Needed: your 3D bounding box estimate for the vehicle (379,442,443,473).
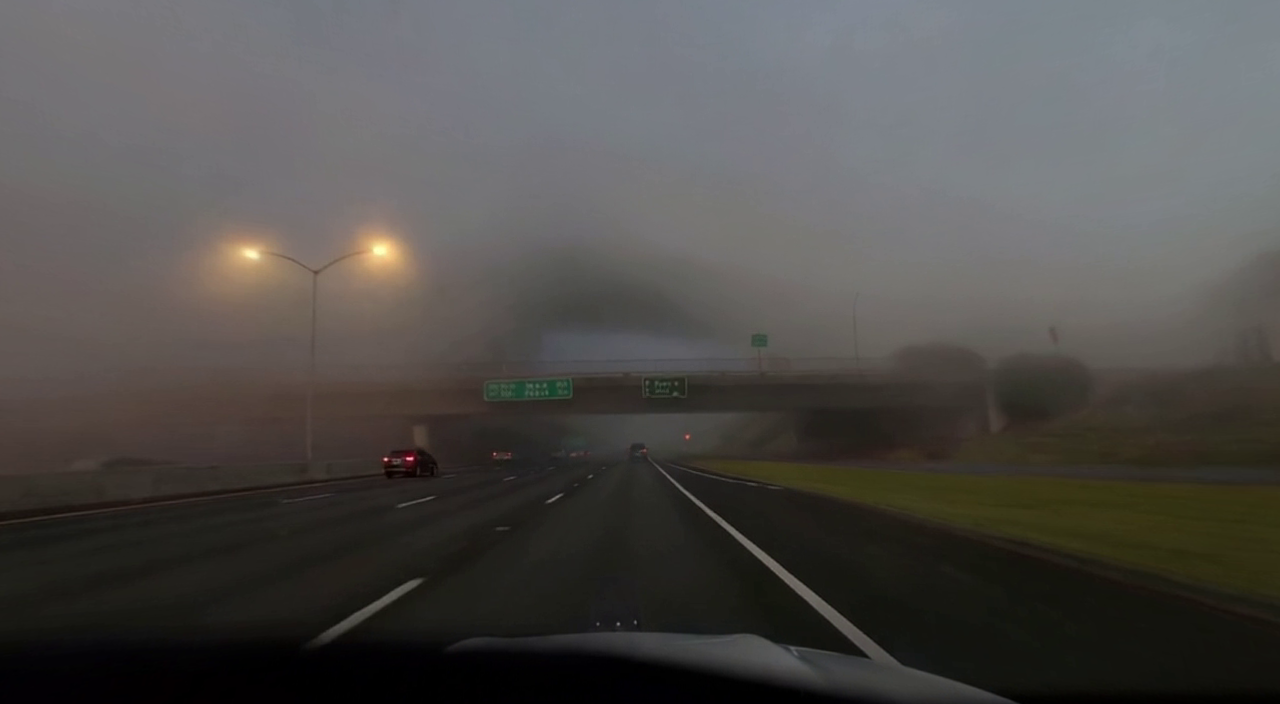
[{"bbox_3d":[-14.333,6.595,39.907,2.049,1.792,5.177,0,-9,0],"label":"vehicle"}]
